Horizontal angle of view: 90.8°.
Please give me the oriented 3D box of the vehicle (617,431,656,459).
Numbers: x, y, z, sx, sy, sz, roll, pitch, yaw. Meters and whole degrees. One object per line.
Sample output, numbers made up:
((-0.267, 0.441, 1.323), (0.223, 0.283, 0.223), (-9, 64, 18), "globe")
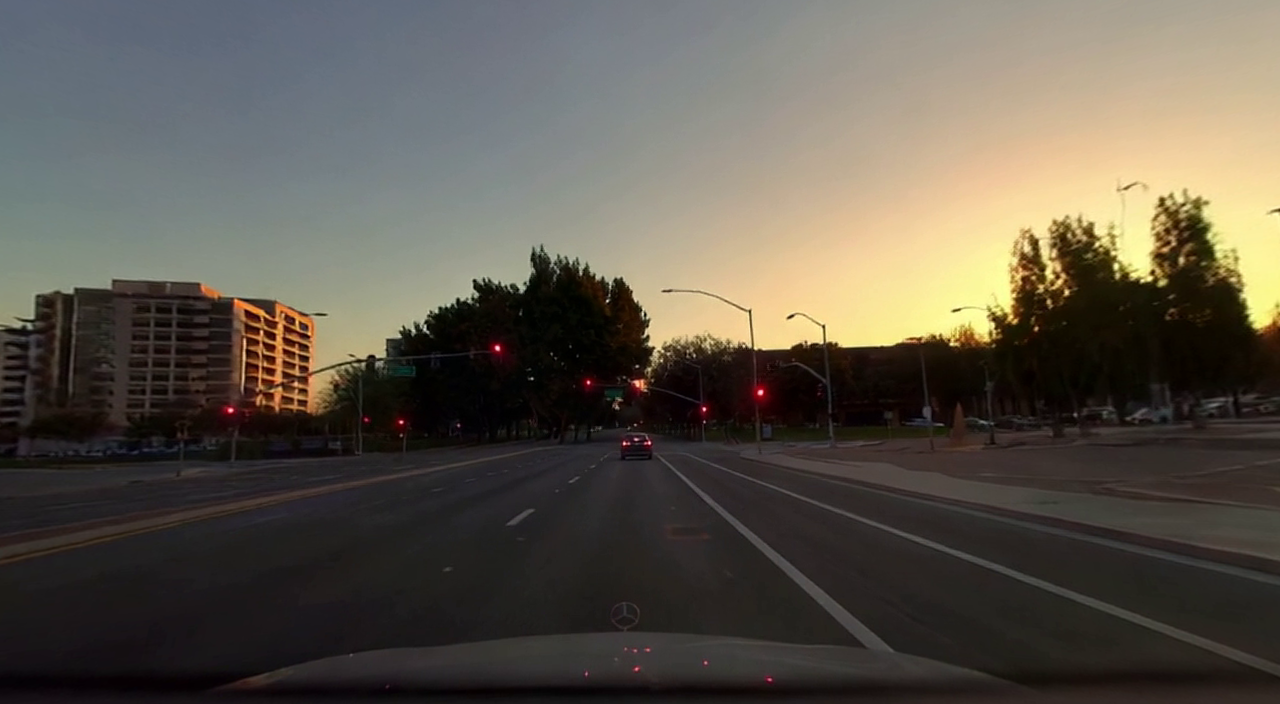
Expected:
((-0.226, 5.222, 35.471), (2.107, 1.470, 3.974), (0, -8, -1), "vehicle")
